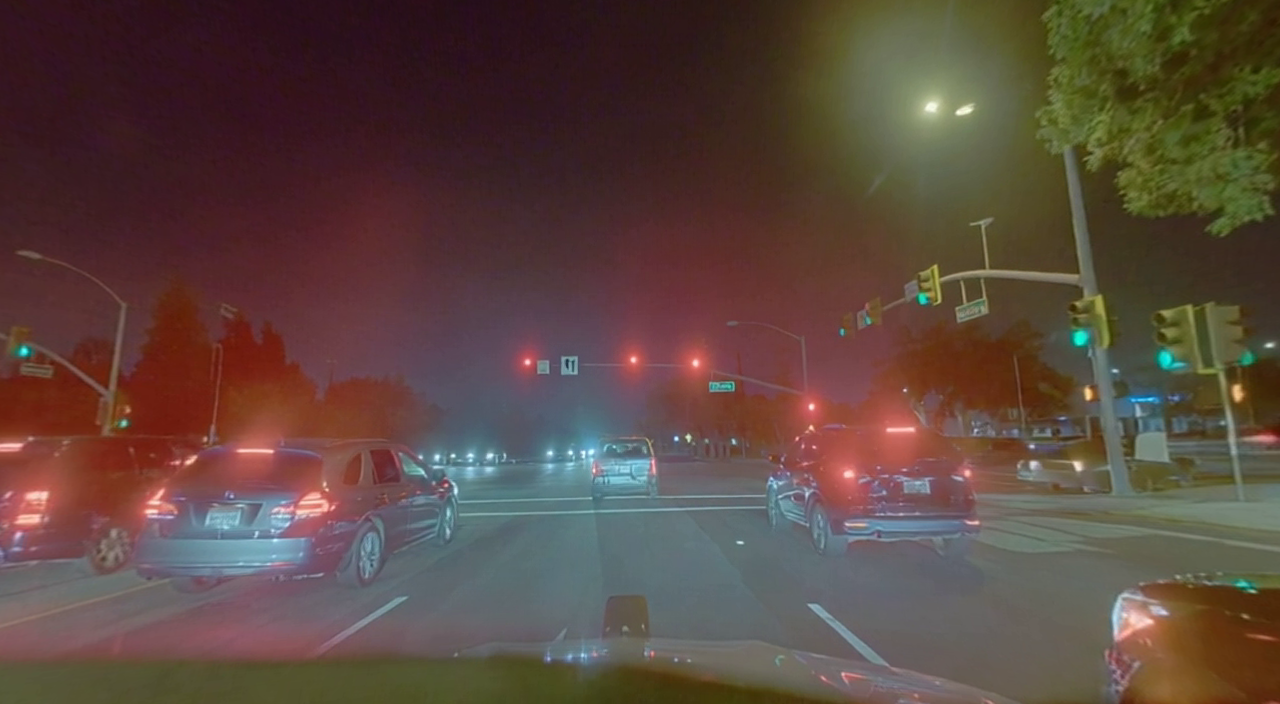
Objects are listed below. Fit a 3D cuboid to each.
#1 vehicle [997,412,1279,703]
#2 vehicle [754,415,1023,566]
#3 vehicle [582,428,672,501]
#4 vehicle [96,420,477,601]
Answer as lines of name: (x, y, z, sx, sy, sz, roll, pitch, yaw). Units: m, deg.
vehicle: (3.217, 0.867, 1.677, 1.960, 1.460, 4.233, 0, -8, -1)
vehicle: (3.265, 1.910, 9.523, 2.097, 1.707, 4.461, 0, -8, -2)
vehicle: (-0.319, 3.063, 17.542, 2.215, 1.749, 3.976, 0, -8, 0)
vehicle: (-3.524, 1.648, 7.507, 1.941, 1.492, 4.399, 0, -8, 1)
